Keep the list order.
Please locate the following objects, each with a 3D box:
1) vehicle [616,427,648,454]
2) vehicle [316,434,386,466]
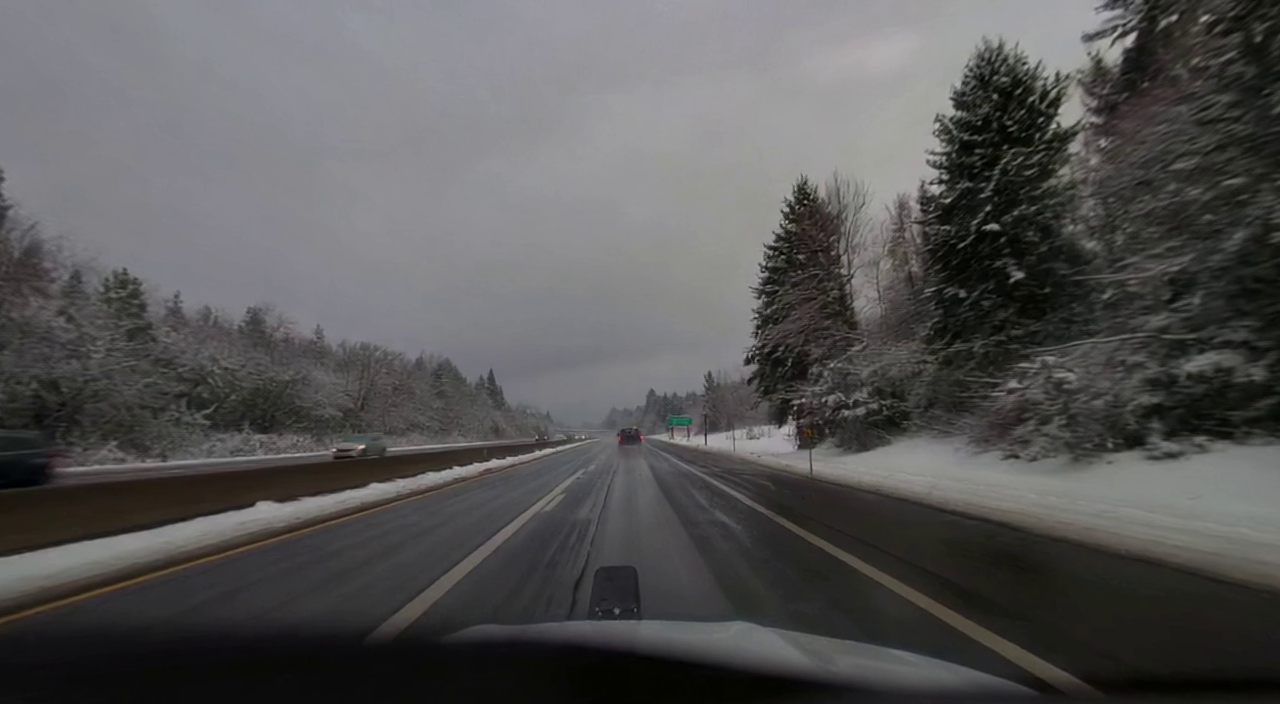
[{"bbox_3d":[-0.598,6.596,46.917,2.295,1.861,4.564,0,-8,-1],"label":"vehicle"},{"bbox_3d":[-14.062,4.772,30.866,1.804,1.461,3.592,0,-8,-2],"label":"vehicle"}]
